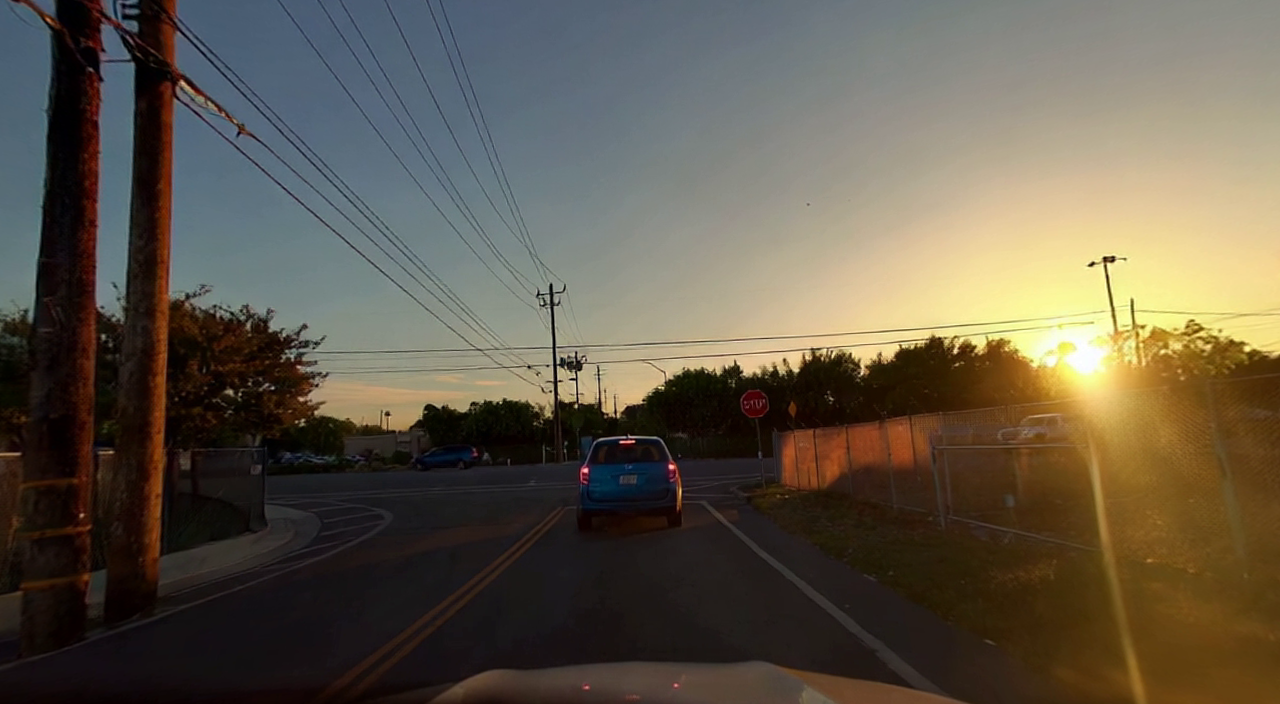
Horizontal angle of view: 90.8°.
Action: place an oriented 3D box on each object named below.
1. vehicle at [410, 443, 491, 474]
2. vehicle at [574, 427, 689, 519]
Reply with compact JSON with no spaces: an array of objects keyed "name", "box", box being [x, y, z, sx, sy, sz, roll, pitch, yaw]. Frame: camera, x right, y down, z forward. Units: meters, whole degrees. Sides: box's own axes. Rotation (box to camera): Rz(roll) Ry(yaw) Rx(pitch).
[{"name":"vehicle","box":[-11.672,6.535,38.953,4.415,1.753,2.029,-4,-9,24]},{"name":"vehicle","box":[-0.205,2.566,13.964,2.137,1.698,4.166,0,-8,-1]}]
